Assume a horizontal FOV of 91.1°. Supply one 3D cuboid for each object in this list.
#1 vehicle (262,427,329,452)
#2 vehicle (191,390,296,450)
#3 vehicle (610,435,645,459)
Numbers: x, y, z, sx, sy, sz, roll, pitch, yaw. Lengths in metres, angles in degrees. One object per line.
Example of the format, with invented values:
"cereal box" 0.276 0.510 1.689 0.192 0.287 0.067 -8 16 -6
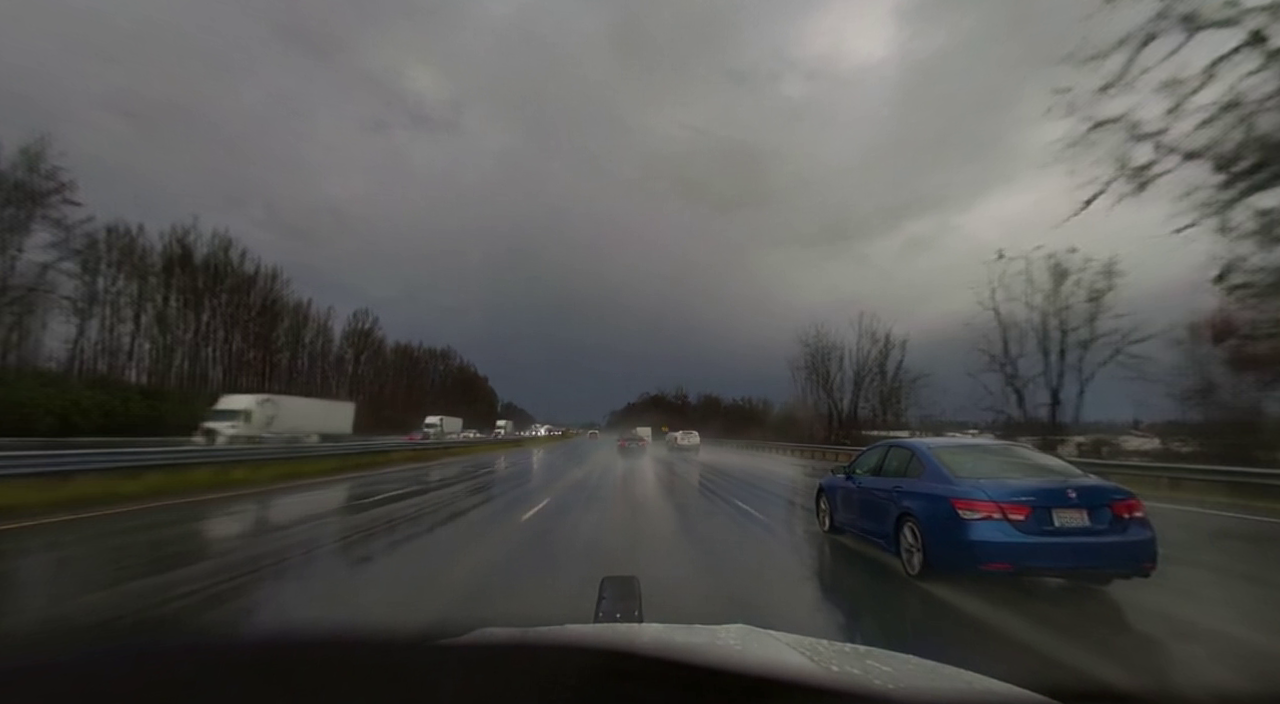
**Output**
"vehicle" -22.389 5.707 41.049 1.910 1.478 4.502 0 -8 -1
"vehicle" -26.257 4.613 42.023 3.178 3.670 6.015 0 -8 -3
"vehicle" -0.822 6.041 40.210 2.121 1.445 4.187 0 -8 -2
